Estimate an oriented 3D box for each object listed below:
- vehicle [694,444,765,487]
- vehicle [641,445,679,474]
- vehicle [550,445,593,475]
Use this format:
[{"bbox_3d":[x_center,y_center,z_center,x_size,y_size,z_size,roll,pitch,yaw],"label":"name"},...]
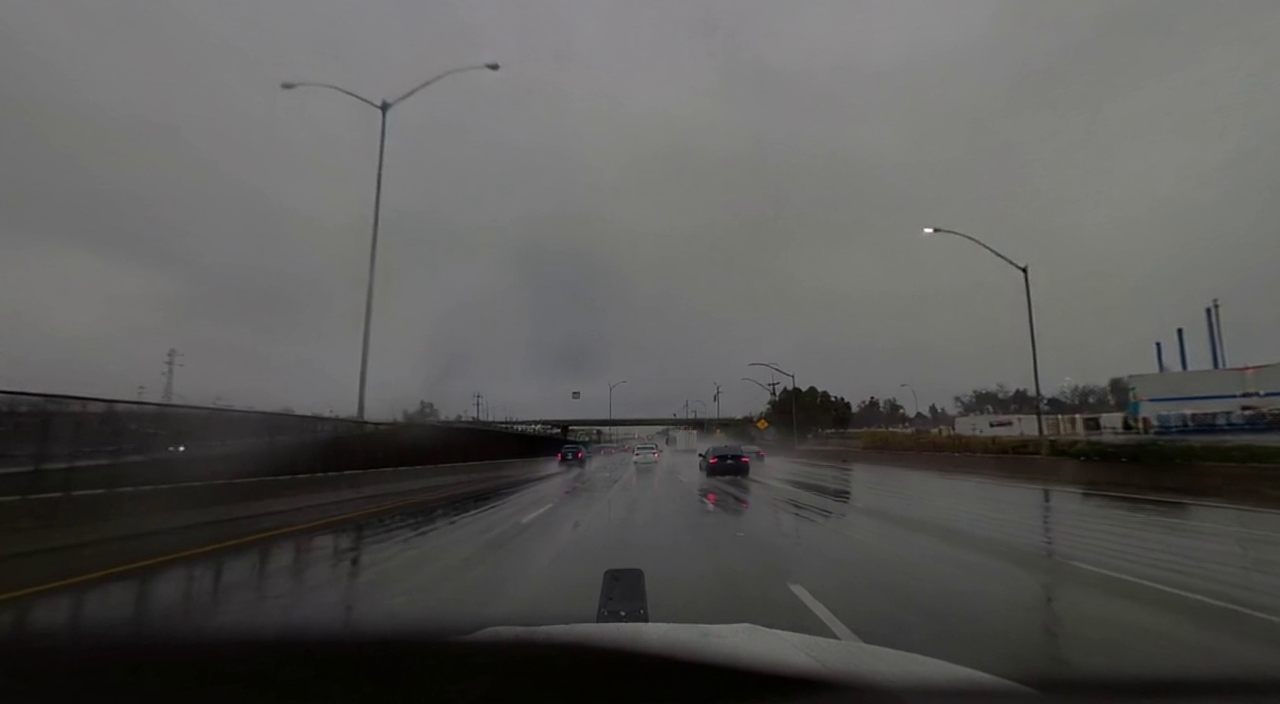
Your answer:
[{"bbox_3d":[3.249,4.218,23.818,1.942,1.453,4.329,0,-8,-1],"label":"vehicle"},{"bbox_3d":[1.147,6.314,37.465,2.067,1.555,4.851,-1,-8,1],"label":"vehicle"},{"bbox_3d":[-3.971,6.290,37.019,2.036,1.669,4.112,0,-8,0],"label":"vehicle"}]
